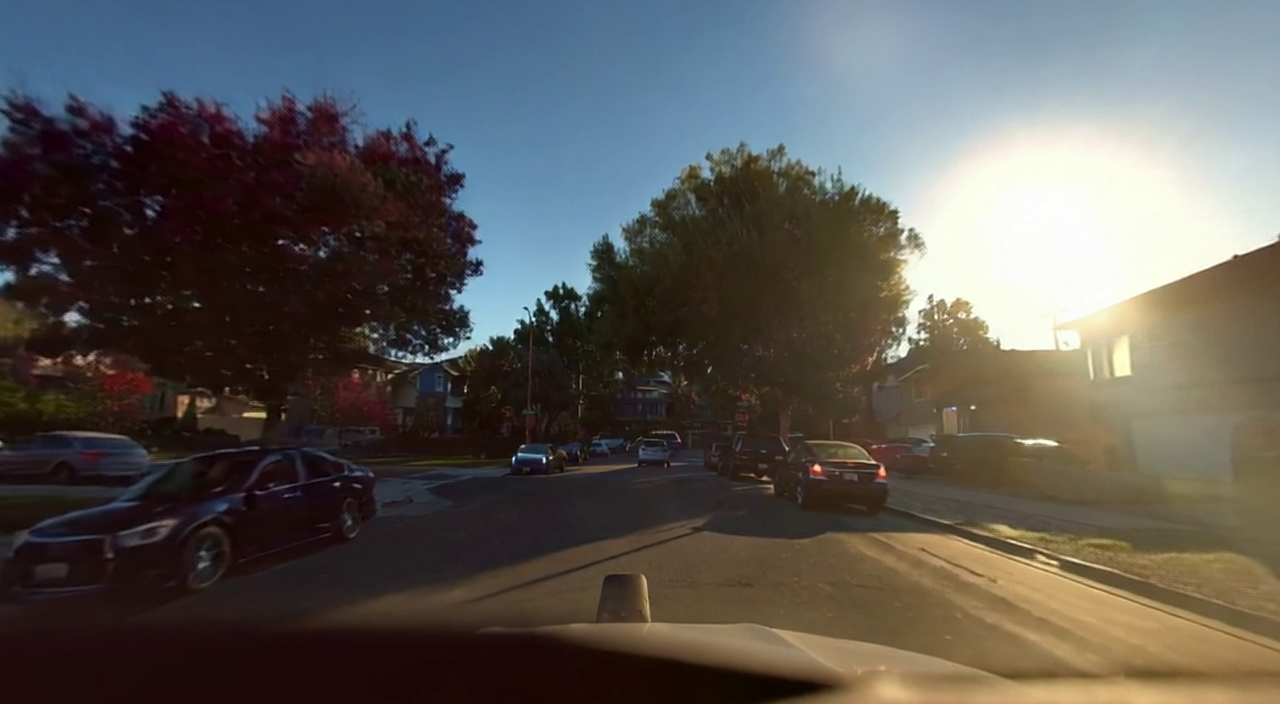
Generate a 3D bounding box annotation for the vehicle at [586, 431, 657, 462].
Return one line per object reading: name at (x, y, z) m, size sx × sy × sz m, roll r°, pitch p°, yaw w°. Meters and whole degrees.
vehicle at (-1.435, 6.700, 44.638) m, size 2.337 × 2.039 × 6.413 m, roll 5°, pitch -10°, yaw -29°

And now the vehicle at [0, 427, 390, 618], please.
vehicle at (-4.880, 1.698, 7.347) m, size 1.909 × 1.492 × 4.615 m, roll 0°, pitch -8°, yaw 1°

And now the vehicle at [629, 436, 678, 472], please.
vehicle at (0.567, 4.548, 28.204) m, size 2.010 × 1.499 × 4.107 m, roll 0°, pitch -9°, yaw 0°

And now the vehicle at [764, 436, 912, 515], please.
vehicle at (4.179, 2.666, 14.081) m, size 1.876 × 1.477 × 4.324 m, roll 0°, pitch -8°, yaw 0°

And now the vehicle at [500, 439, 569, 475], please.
vehicle at (-4.468, 4.536, 27.418) m, size 1.999 × 1.441 × 4.628 m, roll -1°, pitch -8°, yaw 3°

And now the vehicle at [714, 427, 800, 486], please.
vehicle at (3.964, 3.600, 21.961) m, size 2.144 × 1.751 × 4.472 m, roll 2°, pitch -8°, yaw 0°
